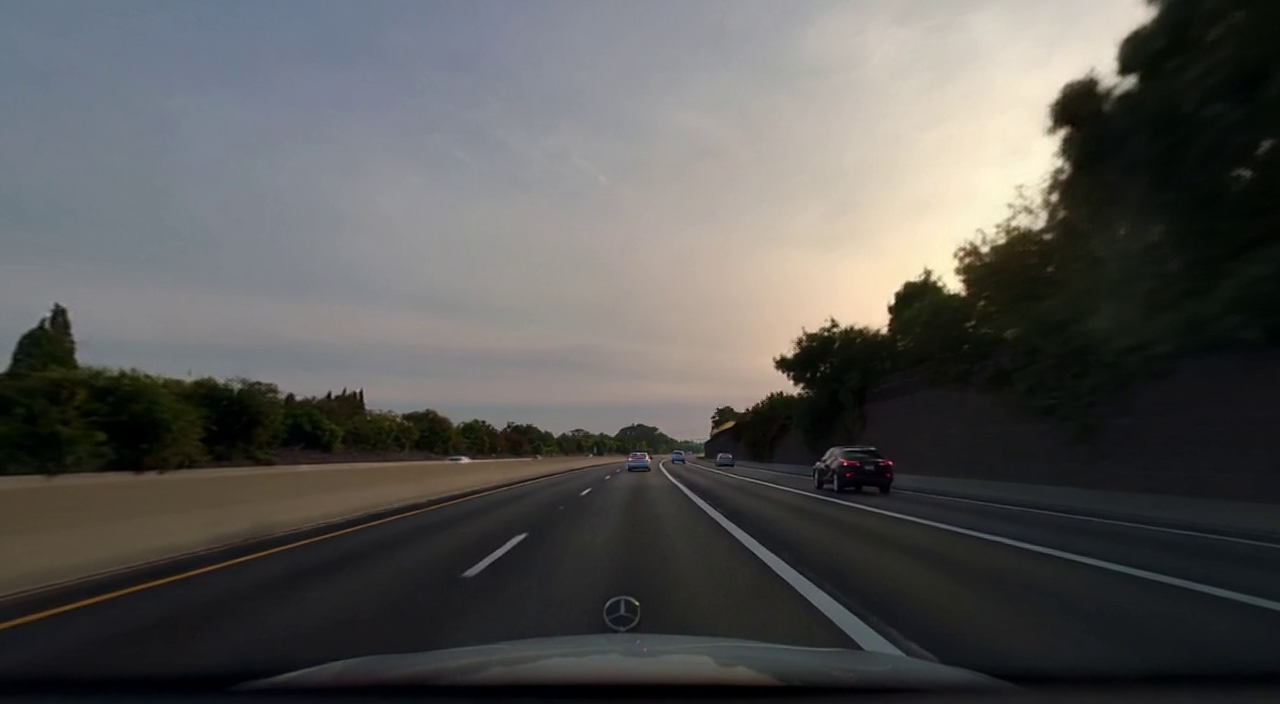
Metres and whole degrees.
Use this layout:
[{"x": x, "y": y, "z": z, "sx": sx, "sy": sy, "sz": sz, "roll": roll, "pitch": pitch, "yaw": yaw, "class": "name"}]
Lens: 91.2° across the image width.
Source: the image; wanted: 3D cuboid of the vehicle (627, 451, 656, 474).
[{"x": 0.131, "y": 8.122, "z": 46.299, "sx": 2.025, "sy": 1.526, "sz": 4.181, "roll": -1, "pitch": -9, "yaw": 1, "class": "vehicle"}]

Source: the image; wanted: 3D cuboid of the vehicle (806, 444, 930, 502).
[{"x": 6.823, "y": 3.648, "z": 19.378, "sx": 2.008, "sy": 1.533, "sz": 4.592, "roll": -1, "pitch": -9, "yaw": -1, "class": "vehicle"}]
